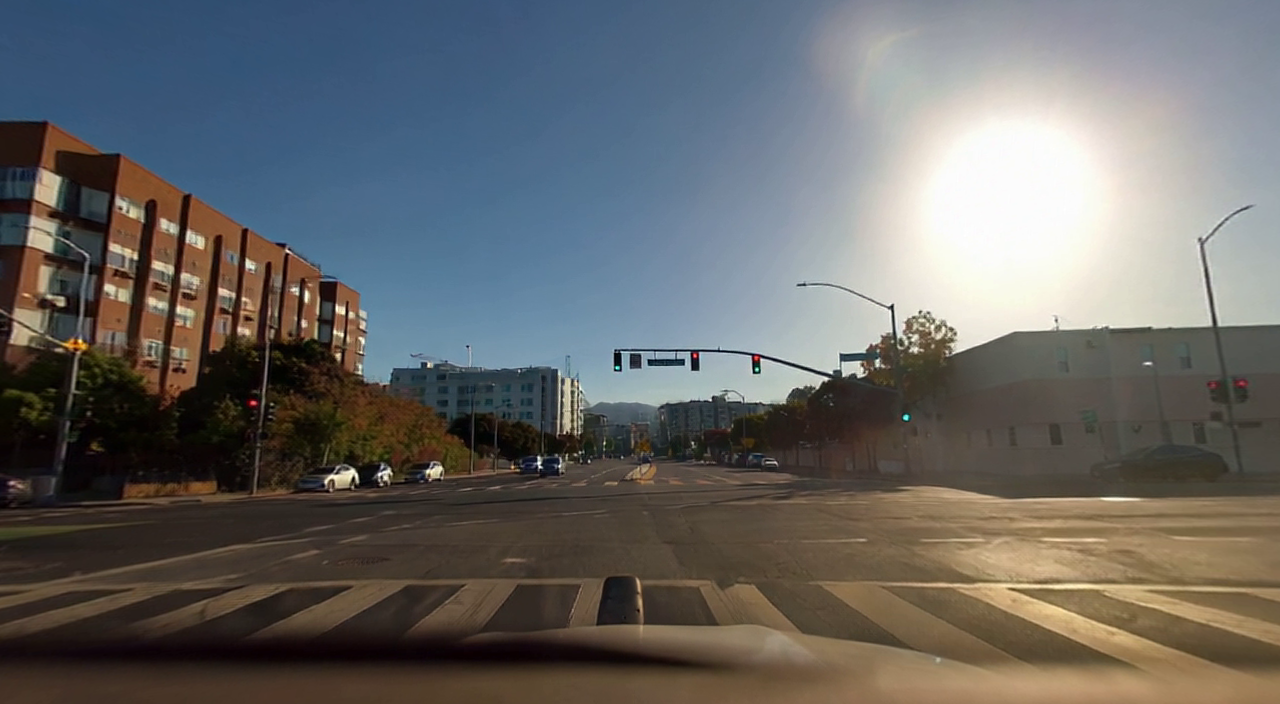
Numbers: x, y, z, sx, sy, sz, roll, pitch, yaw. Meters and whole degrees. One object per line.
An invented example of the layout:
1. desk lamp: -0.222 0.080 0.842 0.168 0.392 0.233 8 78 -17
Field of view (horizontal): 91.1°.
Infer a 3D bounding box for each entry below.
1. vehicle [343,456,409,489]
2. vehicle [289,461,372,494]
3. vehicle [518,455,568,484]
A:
1. vehicle: -16.231 7.377 38.863 1.960 1.819 5.018 0 -9 -1
2. vehicle: -16.106 6.551 32.988 2.055 1.506 4.663 0 -9 -1
3. vehicle: -5.479 6.706 36.021 2.154 1.501 4.416 0 -9 0
